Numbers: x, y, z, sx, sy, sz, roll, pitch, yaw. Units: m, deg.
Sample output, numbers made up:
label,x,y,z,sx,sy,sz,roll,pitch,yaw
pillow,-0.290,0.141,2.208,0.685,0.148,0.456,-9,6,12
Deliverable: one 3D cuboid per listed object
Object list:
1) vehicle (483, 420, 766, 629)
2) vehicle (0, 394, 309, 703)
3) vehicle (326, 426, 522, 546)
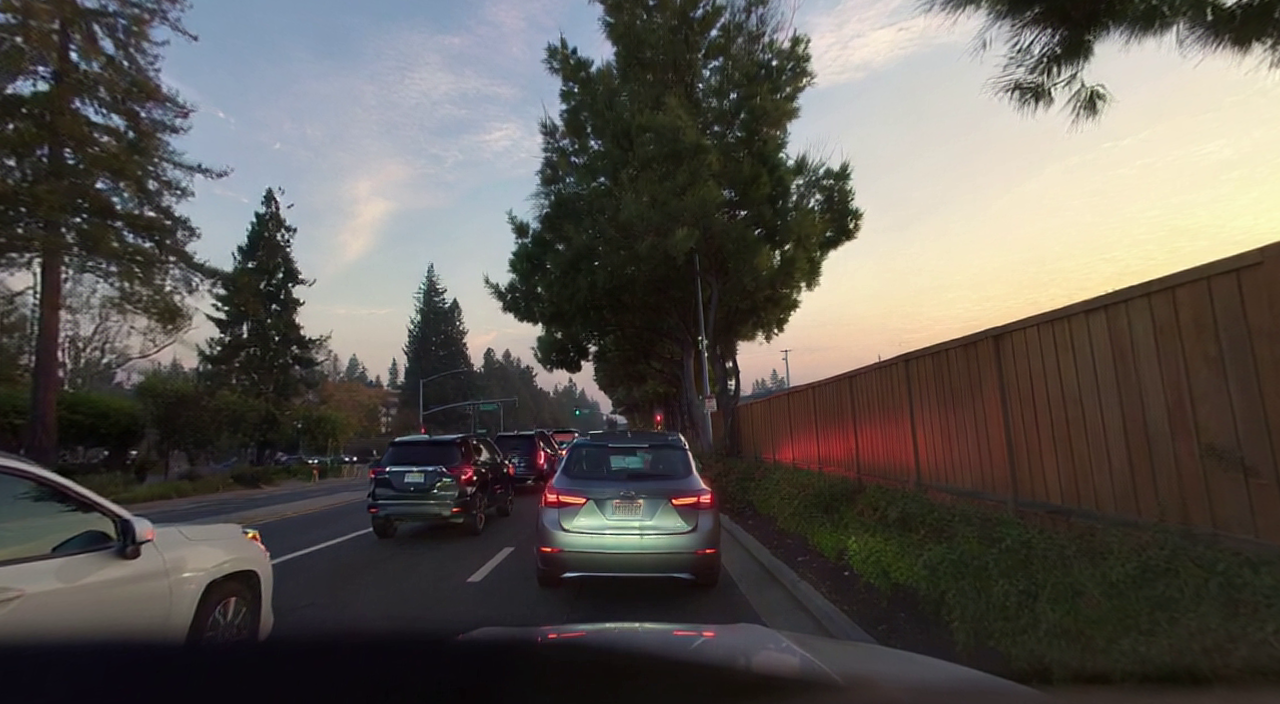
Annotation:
label,x,y,z,sx,sy,sz,roll,pitch,yaw
vehicle,-0.136,1.513,6.455,1.995,1.460,3.865,0,-8,-1
vehicle,-3.078,0.836,1.579,1.980,1.520,4.636,0,-8,0
vehicle,-3.224,2.061,10.261,1.850,1.582,3.688,0,-8,0
